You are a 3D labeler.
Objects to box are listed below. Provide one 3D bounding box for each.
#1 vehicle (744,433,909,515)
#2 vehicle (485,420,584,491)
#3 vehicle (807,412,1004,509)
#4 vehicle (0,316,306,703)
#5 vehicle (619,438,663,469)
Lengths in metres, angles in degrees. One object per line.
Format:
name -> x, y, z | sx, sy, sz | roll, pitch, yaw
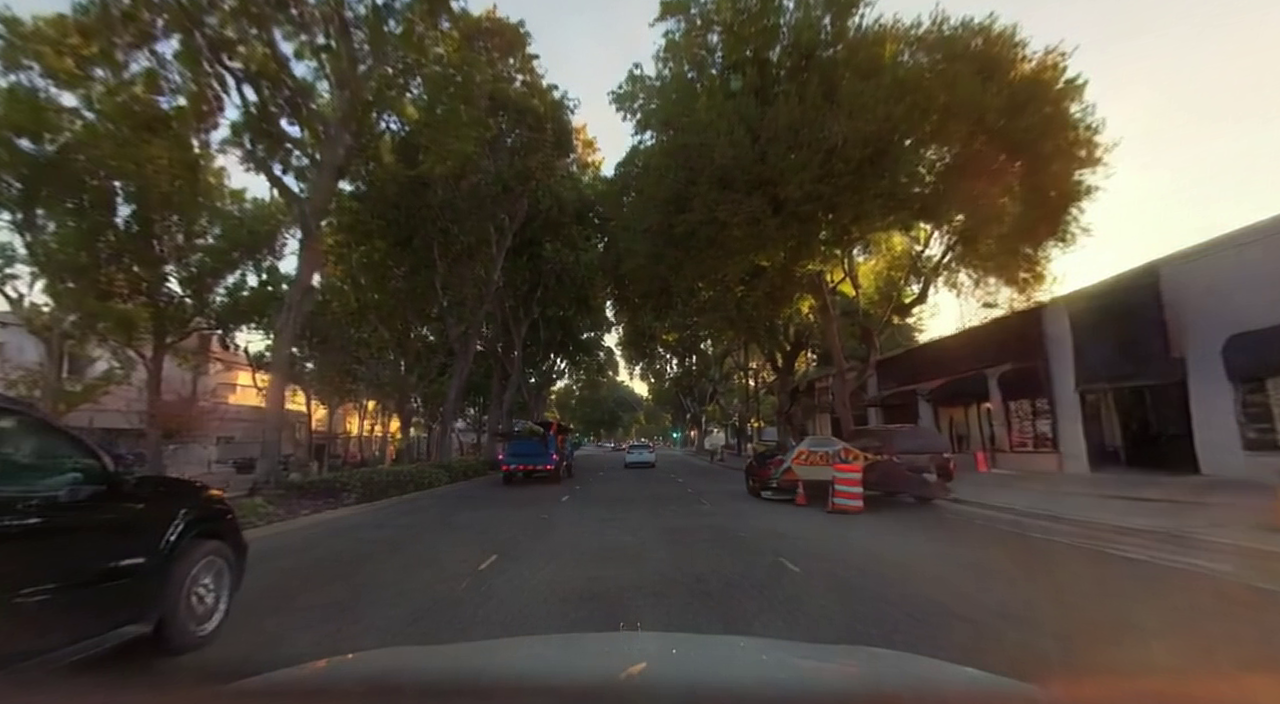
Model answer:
vehicle -> 4.100, 2.757, 14.831 | 2.082, 1.601, 4.451 | 1, -8, -6
vehicle -> -3.357, 3.482, 21.501 | 2.424, 2.063, 5.678 | 0, -8, -1
vehicle -> 6.653, 2.828, 16.898 | 2.921, 2.166, 5.422 | 0, -8, 1
vehicle -> -3.623, 0.750, 2.354 | 2.327, 1.775, 4.430 | 0, -8, 0
vehicle -> -0.022, 6.114, 38.111 | 2.413, 1.748, 4.406 | 0, -8, -2
